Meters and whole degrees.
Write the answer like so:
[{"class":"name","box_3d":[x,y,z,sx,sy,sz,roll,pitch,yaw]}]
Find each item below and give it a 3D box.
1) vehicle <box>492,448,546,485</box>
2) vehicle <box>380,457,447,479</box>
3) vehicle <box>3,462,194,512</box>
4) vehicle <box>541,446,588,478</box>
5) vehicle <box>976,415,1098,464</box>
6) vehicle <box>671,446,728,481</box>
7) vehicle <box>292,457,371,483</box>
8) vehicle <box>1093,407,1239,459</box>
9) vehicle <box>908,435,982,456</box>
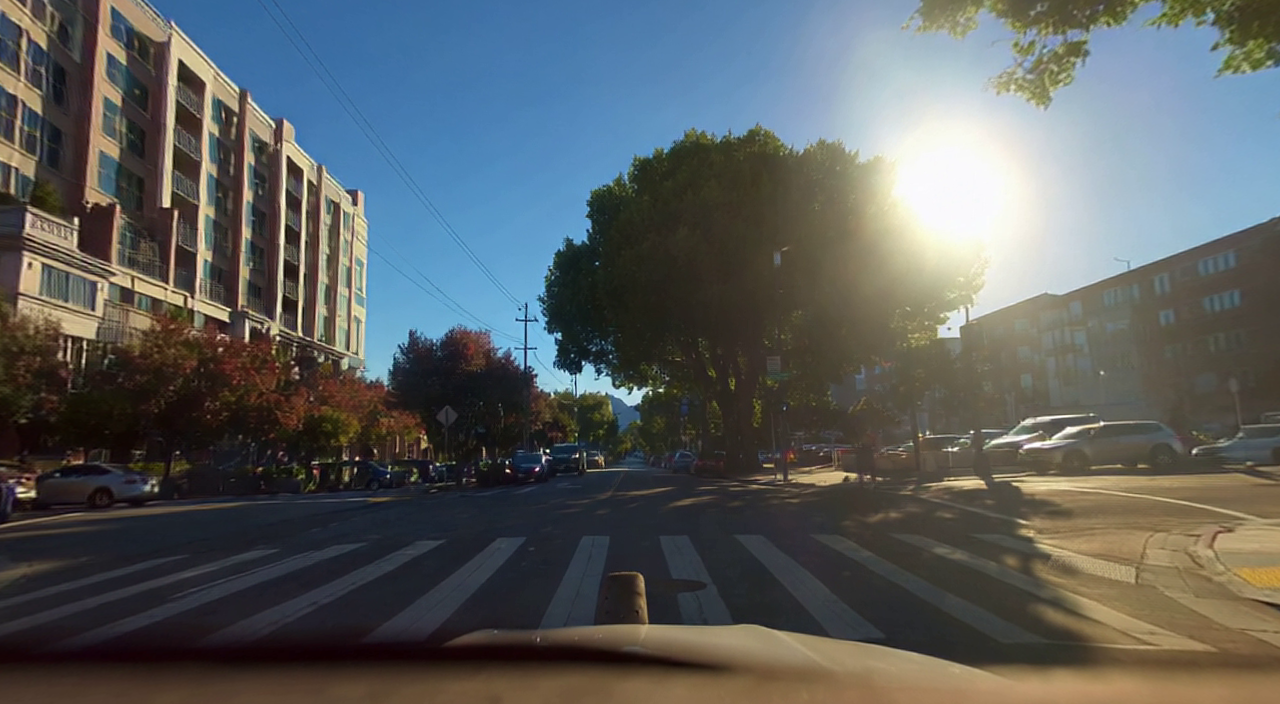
[{"class":"vehicle","box_3d":[-7.615,7.246,40.252,2.193,1.814,5.061,-9,-8,0]},{"class":"vehicle","box_3d":[-16.942,8.660,47.378,4.203,1.544,1.889,0,-8,1]},{"class":"vehicle","box_3d":[-17.315,4.315,20.373,4.439,1.448,1.793,0,-9,0]},{"class":"vehicle","box_3d":[-4.429,6.542,37.712,2.102,1.768,4.290,-1,-10,3]},{"class":"vehicle","box_3d":[16.744,3.786,26.997,2.041,1.921,4.574,0,-9,-2]},{"class":"vehicle","box_3d":[3.231,5.859,33.503,1.942,1.603,3.785,0,-8,22]},{"class":"vehicle","box_3d":[-23.167,8.886,47.493,4.844,1.836,2.117,-1,-8,4]},{"class":"vehicle","box_3d":[22.306,3.528,27.144,2.137,1.962,4.988,-1,-8,3]},{"class":"vehicle","box_3d":[23.016,7.080,47.772,4.528,1.475,2.070,0,-8,3]}]
